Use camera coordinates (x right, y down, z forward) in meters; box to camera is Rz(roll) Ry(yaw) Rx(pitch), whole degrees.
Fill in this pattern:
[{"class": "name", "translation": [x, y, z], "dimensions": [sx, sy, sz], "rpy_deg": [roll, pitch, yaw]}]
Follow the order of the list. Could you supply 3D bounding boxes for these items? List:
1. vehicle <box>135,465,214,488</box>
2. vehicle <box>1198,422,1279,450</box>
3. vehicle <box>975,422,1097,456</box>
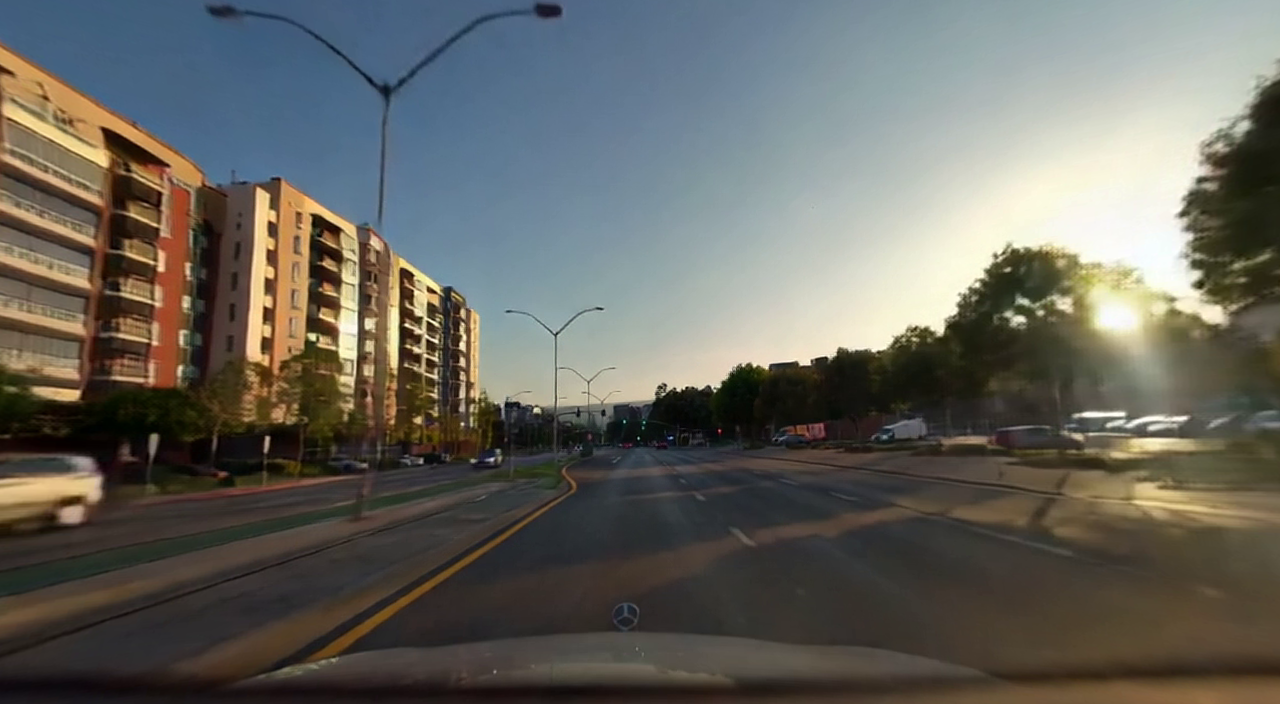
[{"class": "vehicle", "translation": [-30.380, 8.115, 41.280], "dimensions": [3.705, 1.403, 1.762], "rpy_deg": [0, -9, 2]}, {"class": "vehicle", "translation": [33.595, 4.667, 34.771], "dimensions": [1.818, 1.427, 4.239], "rpy_deg": [0, -9, -1]}, {"class": "vehicle", "translation": [20.067, 4.450, 32.192], "dimensions": [4.745, 1.675, 2.096], "rpy_deg": [0, -9, 0]}]
